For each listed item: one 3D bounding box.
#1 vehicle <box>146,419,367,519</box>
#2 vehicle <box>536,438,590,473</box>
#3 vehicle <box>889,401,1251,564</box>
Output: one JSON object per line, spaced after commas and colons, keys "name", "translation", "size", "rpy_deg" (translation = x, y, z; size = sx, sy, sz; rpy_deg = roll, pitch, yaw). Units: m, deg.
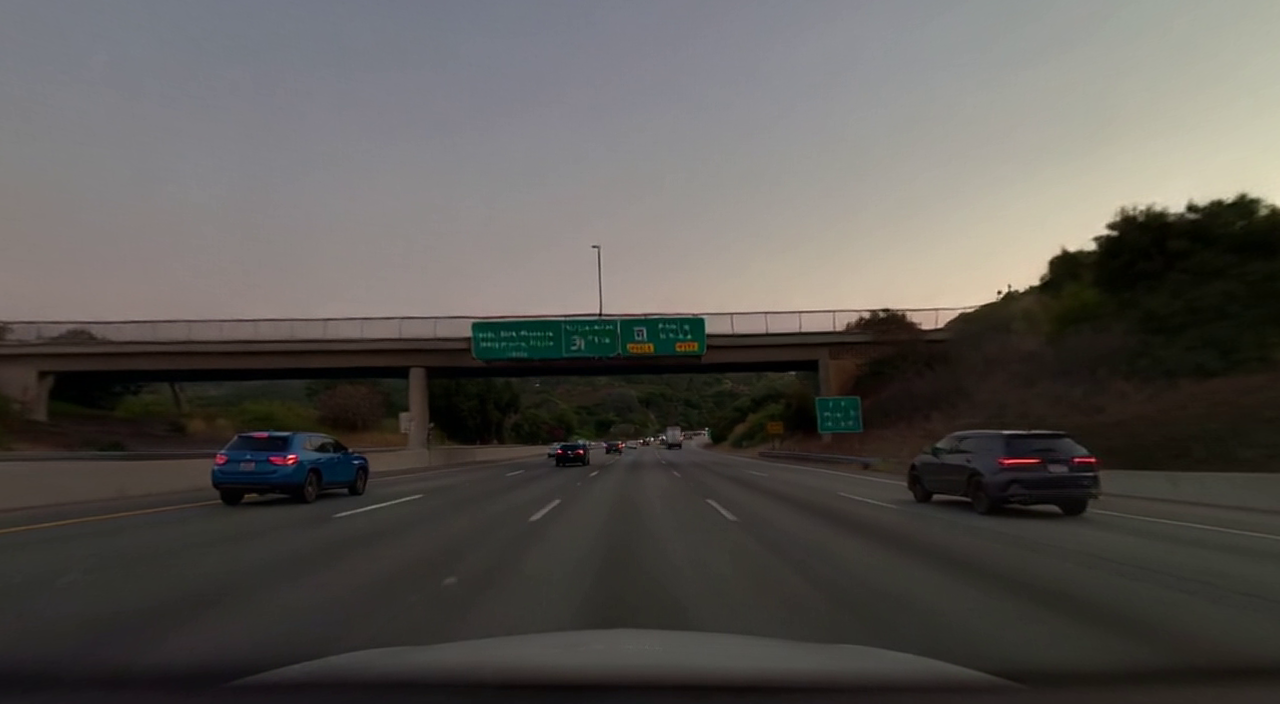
{"name": "vehicle", "translation": [-7.433, 2.302, 12.876], "size": [1.860, 1.694, 4.173], "rpy_deg": [0, -9, 0]}
{"name": "vehicle", "translation": [-3.487, 4.795, 29.456], "size": [1.925, 1.509, 4.363], "rpy_deg": [0, -9, 1]}
{"name": "vehicle", "translation": [5.492, 1.731, 9.065], "size": [1.950, 1.719, 4.545], "rpy_deg": [0, -9, 0]}
